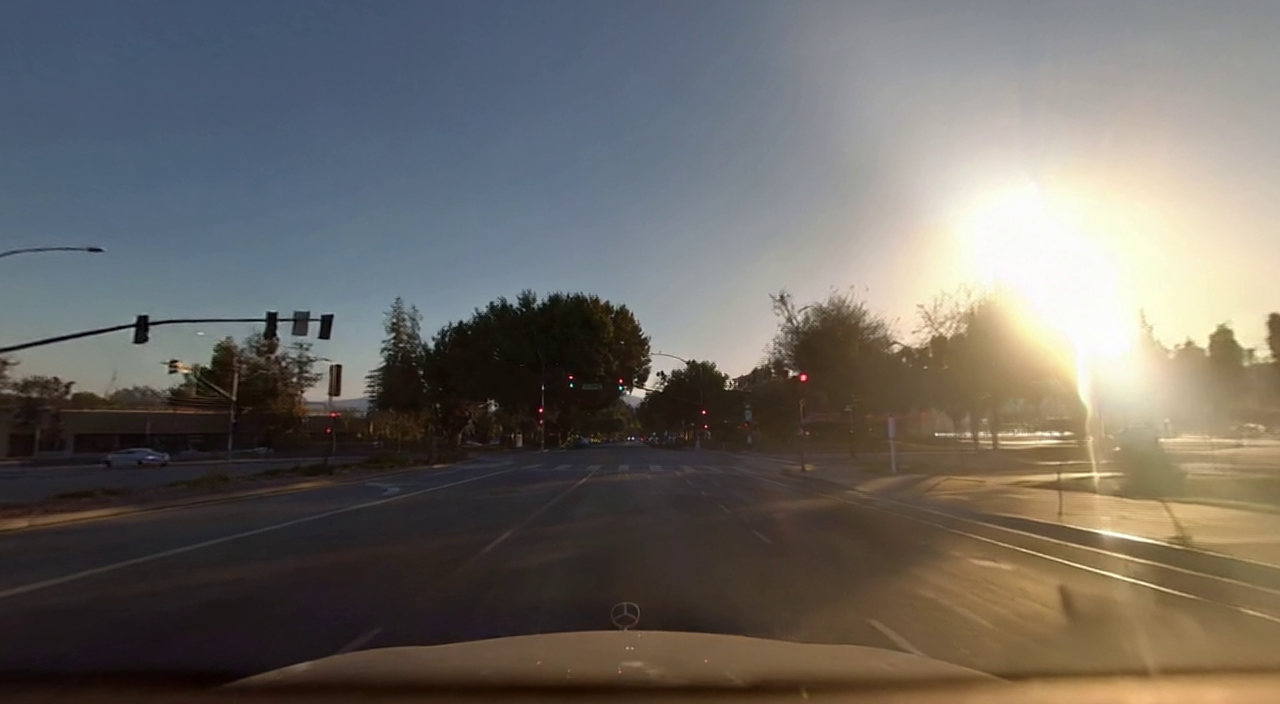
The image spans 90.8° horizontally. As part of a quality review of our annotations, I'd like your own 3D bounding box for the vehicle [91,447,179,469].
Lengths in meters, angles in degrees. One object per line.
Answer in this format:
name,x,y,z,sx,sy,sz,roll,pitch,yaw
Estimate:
vehicle,-35.528,7.451,44.518,4.500,1.465,1.936,0,-8,1
